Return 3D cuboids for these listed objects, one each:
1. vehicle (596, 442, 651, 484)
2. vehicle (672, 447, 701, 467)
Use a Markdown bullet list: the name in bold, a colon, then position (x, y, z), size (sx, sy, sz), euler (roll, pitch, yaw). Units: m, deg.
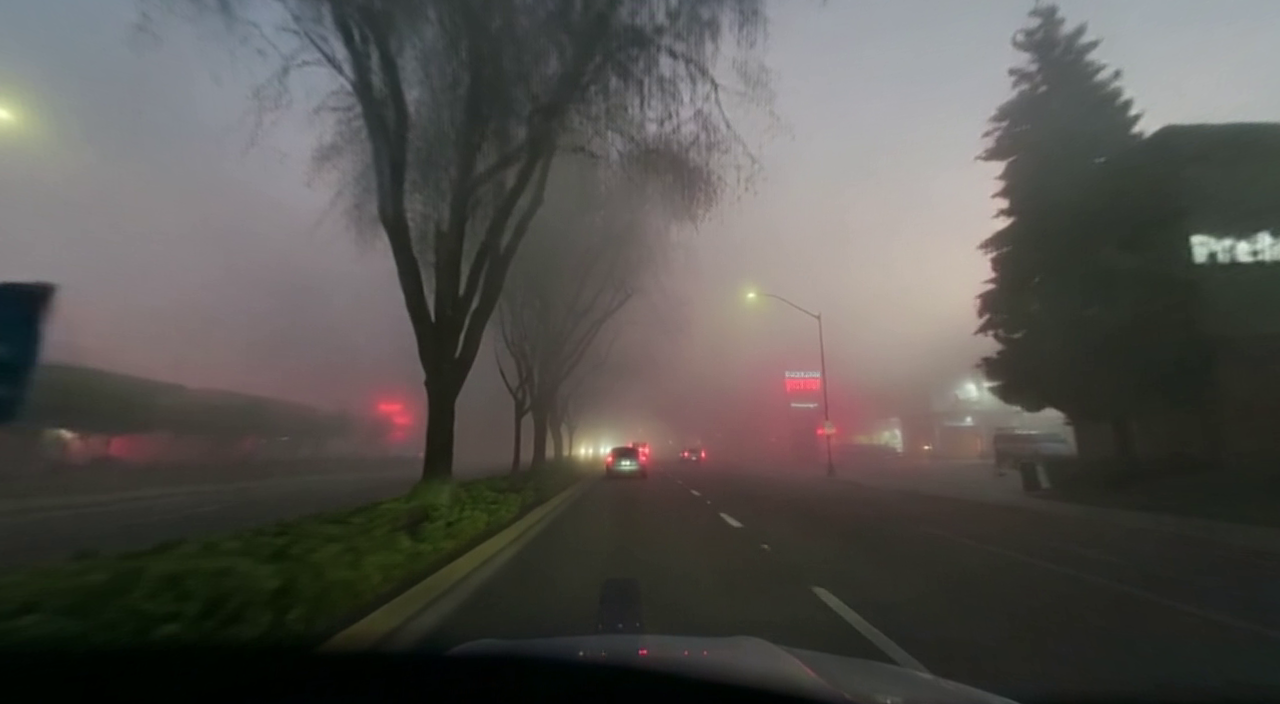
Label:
- **vehicle**: position (-0.612, 4.357, 25.037), size (2.006, 1.487, 3.535), euler (0, -9, 0)
- **vehicle**: position (3.589, 8.160, 49.440), size (1.910, 1.474, 4.003), euler (0, -9, -2)
